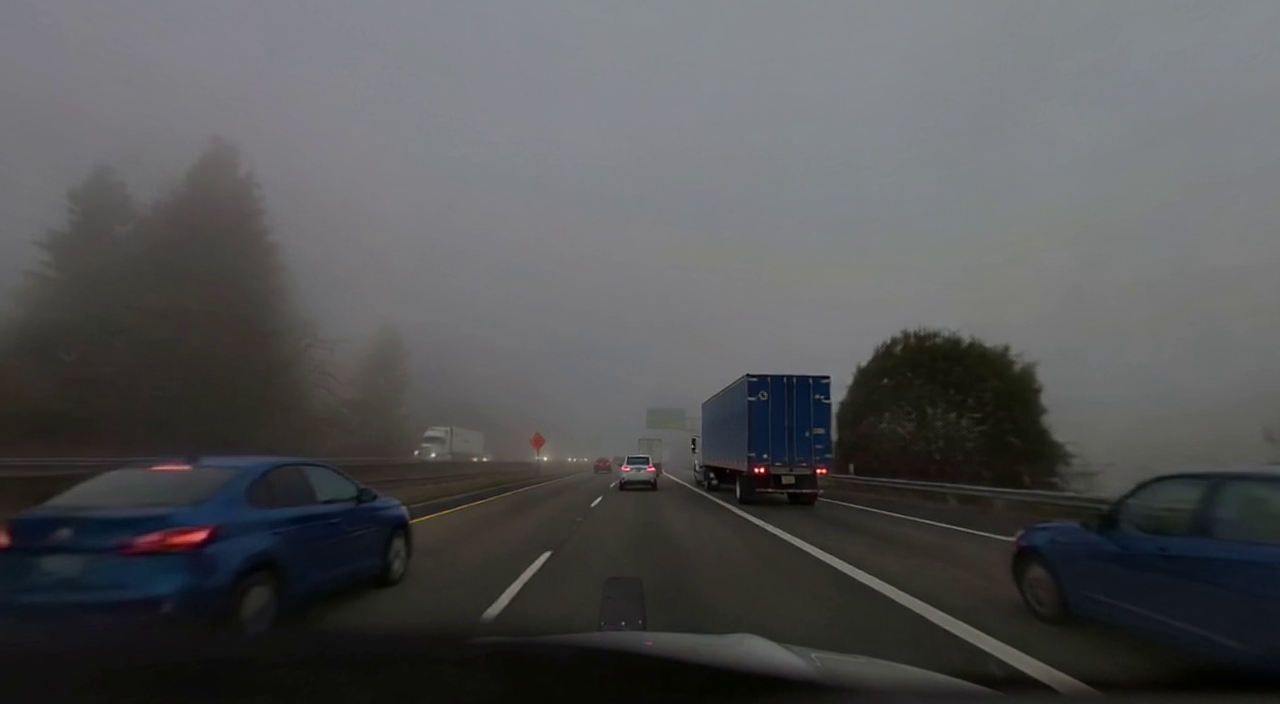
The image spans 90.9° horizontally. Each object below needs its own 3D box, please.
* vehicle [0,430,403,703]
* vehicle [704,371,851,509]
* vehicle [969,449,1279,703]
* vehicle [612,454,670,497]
[{"bbox_3d":[-3.587,1.374,4.551,2.105,1.467,4.099,0,-9,1],"label":"vehicle"},{"bbox_3d":[4.704,3.646,25.384,2.877,4.035,13.897,0,-9,0],"label":"vehicle"},{"bbox_3d":[4.296,1.317,3.999,2.037,1.377,4.407,0,-9,0],"label":"vehicle"},{"bbox_3d":[0.011,4.774,24.764,2.089,1.516,4.191,0,-9,-1],"label":"vehicle"}]
